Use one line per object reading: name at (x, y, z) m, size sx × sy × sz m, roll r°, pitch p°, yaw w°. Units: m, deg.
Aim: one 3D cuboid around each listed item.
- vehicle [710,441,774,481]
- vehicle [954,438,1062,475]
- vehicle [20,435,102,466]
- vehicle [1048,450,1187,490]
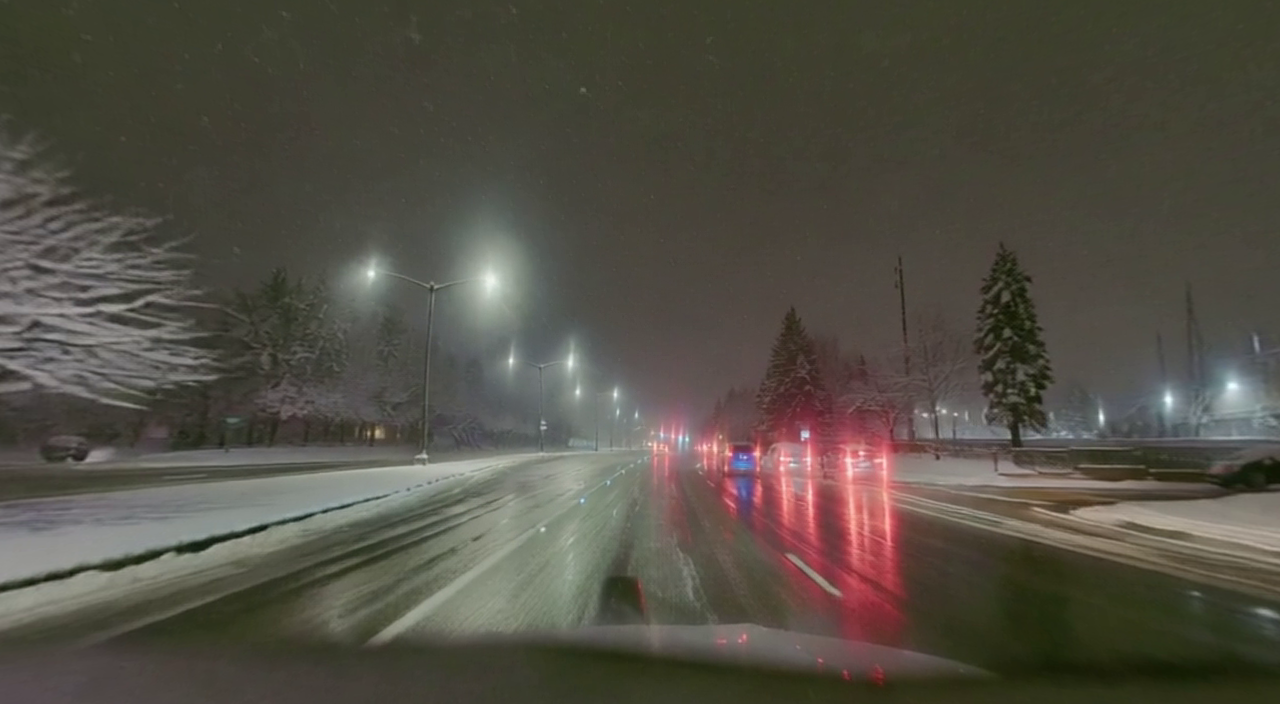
vehicle at (4.184, 4.539, 26.483) m, size 1.981 × 1.499 × 4.536 m, roll 0°, pitch -9°, yaw 1°
vehicle at (22.045, 6.209, 37.788) m, size 5.456 × 1.919 × 2.222 m, roll 0°, pitch -8°, yaw -14°
vehicle at (-42.012, 7.151, 45.891) m, size 2.142 × 2.071 × 5.381 m, roll 3°, pitch -9°, yaw -17°
vehicle at (19.449, 4.778, 25.905) m, size 1.696 × 1.398 × 4.190 m, roll 3°, pitch -9°, yaw -21°
